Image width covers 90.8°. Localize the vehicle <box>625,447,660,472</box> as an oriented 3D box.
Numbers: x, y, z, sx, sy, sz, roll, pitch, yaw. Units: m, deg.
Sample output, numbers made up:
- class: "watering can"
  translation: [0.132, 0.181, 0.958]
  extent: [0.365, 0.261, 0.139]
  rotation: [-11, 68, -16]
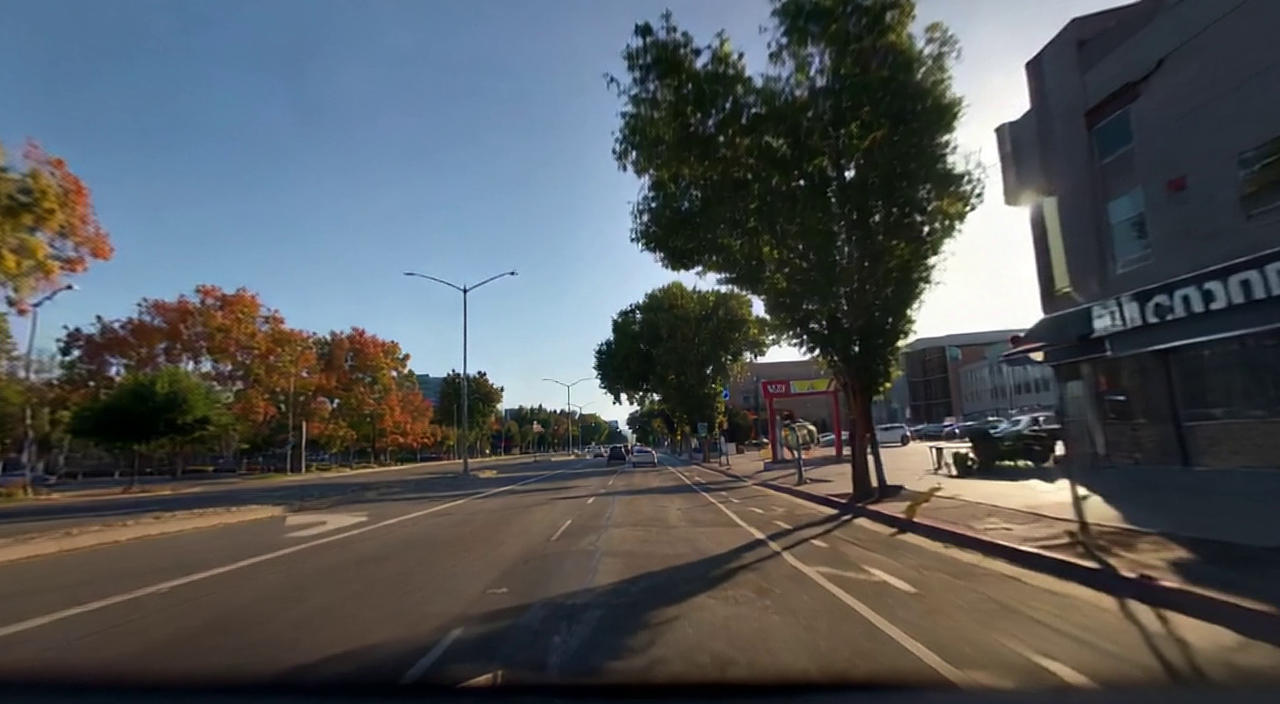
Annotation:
- class: "vehicle"
  translation: [0.128, 6.805, 40.072]
  extent: [2.115, 1.461, 3.976]
  rotation: [-1, -10, -1]
